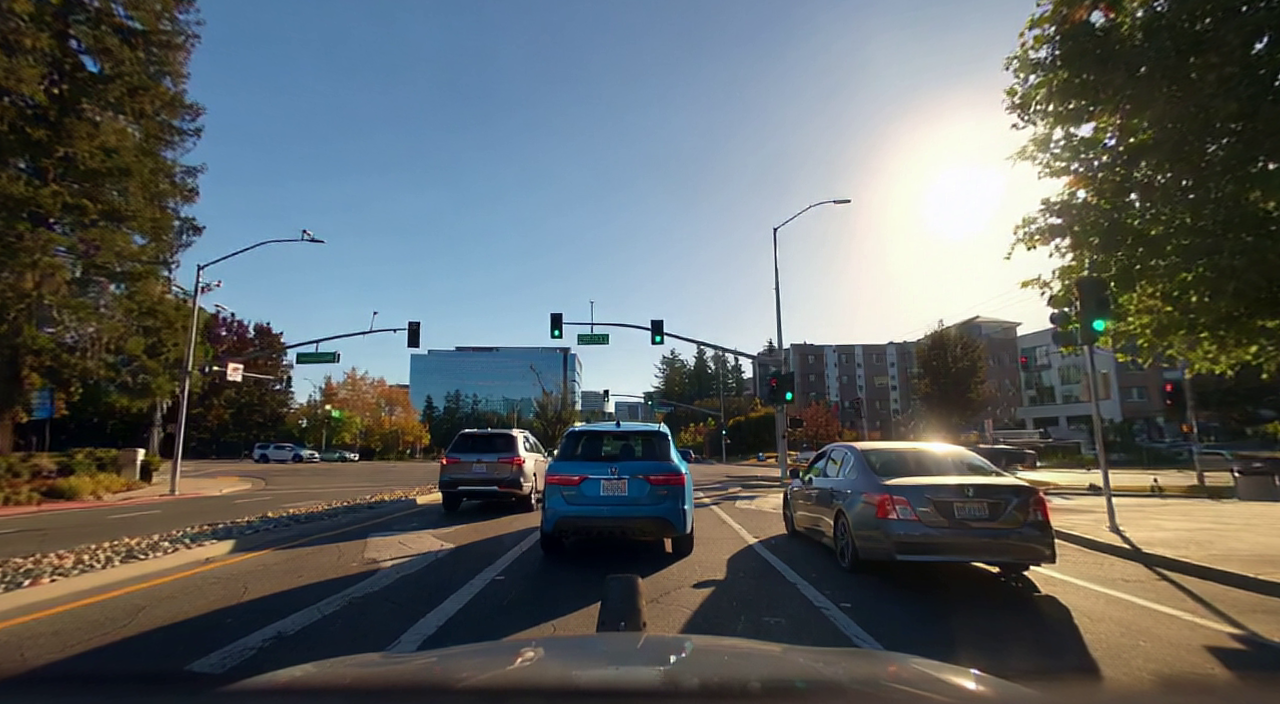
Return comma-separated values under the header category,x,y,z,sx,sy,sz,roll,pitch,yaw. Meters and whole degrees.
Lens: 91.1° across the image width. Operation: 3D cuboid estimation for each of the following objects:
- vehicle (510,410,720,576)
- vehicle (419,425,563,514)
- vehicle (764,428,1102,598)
category,x,y,z,sx,sy,sz,roll,pitch,yaw
vehicle,-0.237,1.738,8.509,2.108,1.654,4.235,0,-8,1
vehicle,-3.014,2.482,13.691,1.987,1.633,4.005,0,-8,3
vehicle,3.019,1.753,7.828,2.056,1.468,4.520,0,-8,0
